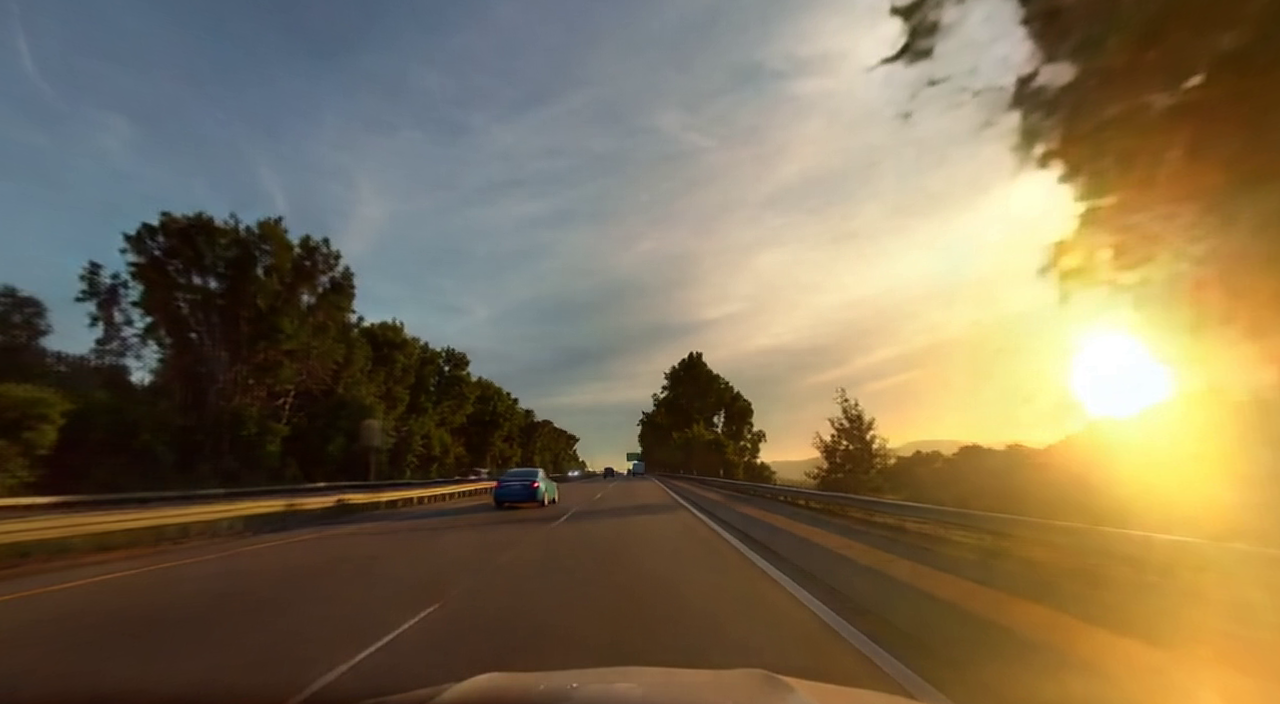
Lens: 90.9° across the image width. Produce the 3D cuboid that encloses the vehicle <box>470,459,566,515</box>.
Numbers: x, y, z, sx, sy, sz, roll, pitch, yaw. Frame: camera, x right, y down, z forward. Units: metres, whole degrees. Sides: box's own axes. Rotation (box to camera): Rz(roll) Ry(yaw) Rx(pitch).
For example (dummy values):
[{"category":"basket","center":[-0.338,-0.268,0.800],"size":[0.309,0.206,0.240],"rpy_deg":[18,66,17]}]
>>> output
[{"category":"vehicle","center":[-3.675,4.220,19.992],"size":[2.006,1.516,4.820],"rpy_deg":[1,-11,1]}]
